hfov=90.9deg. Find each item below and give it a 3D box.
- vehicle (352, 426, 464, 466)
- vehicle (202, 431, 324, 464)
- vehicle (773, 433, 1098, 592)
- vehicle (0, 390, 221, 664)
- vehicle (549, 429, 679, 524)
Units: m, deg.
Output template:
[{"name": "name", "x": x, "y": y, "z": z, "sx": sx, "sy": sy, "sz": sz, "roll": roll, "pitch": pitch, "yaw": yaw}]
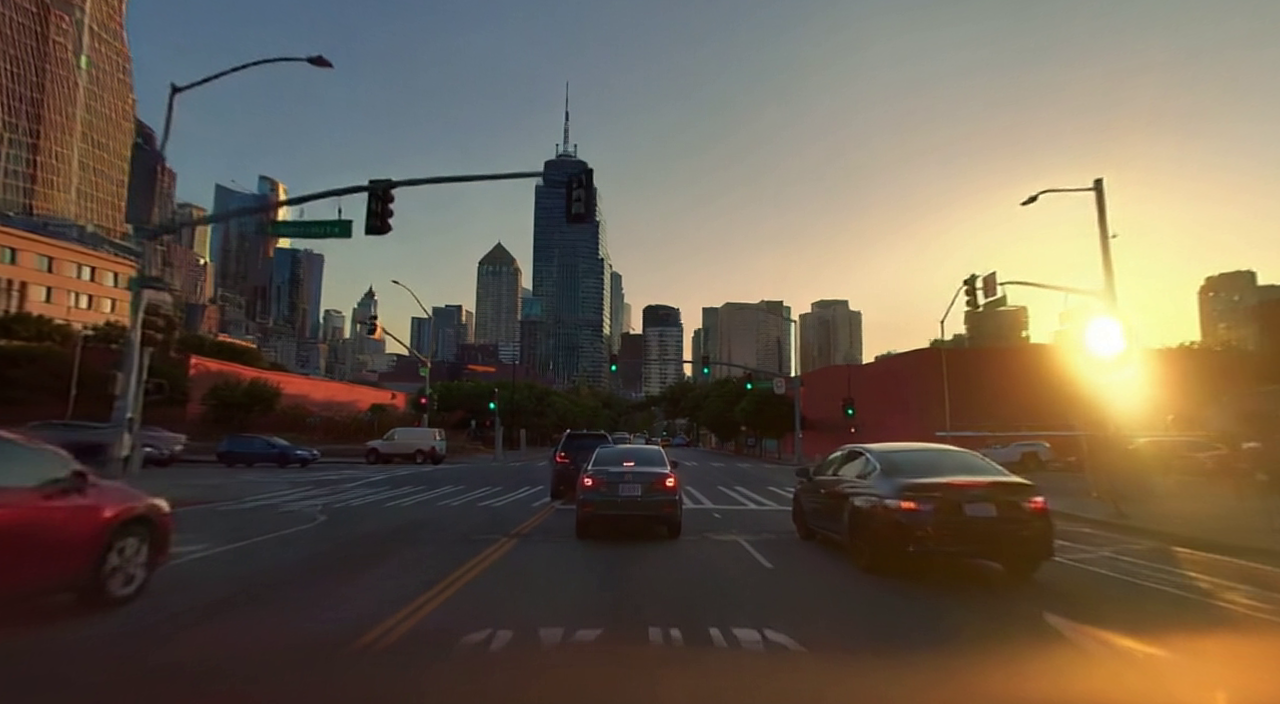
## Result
[{"name": "vehicle", "x": -10.496, "y": 4.246, "z": 28.566, "sx": 4.556, "sy": 1.689, "sz": 1.982, "roll": -3, "pitch": -9, "yaw": 22}, {"name": "vehicle", "x": -17.639, "y": 4.483, "z": 29.651, "sx": 4.511, "sy": 1.483, "sz": 1.877, "roll": 0, "pitch": -8, "yaw": 0}, {"name": "vehicle", "x": 3.204, "y": 1.804, "z": 8.089, "sx": 1.942, "sy": 1.443, "sz": 4.468, "roll": 0, "pitch": -8, "yaw": -1}, {"name": "vehicle", "x": -4.970, "y": 1.061, "z": 3.755, "sx": 2.111, "sy": 1.661, "sz": 4.537, "roll": 1, "pitch": -8, "yaw": -5}, {"name": "vehicle", "x": -0.477, "y": 2.231, "z": 11.818, "sx": 2.031, "sy": 1.461, "sz": 3.763, "roll": 0, "pitch": -8, "yaw": -2}]
